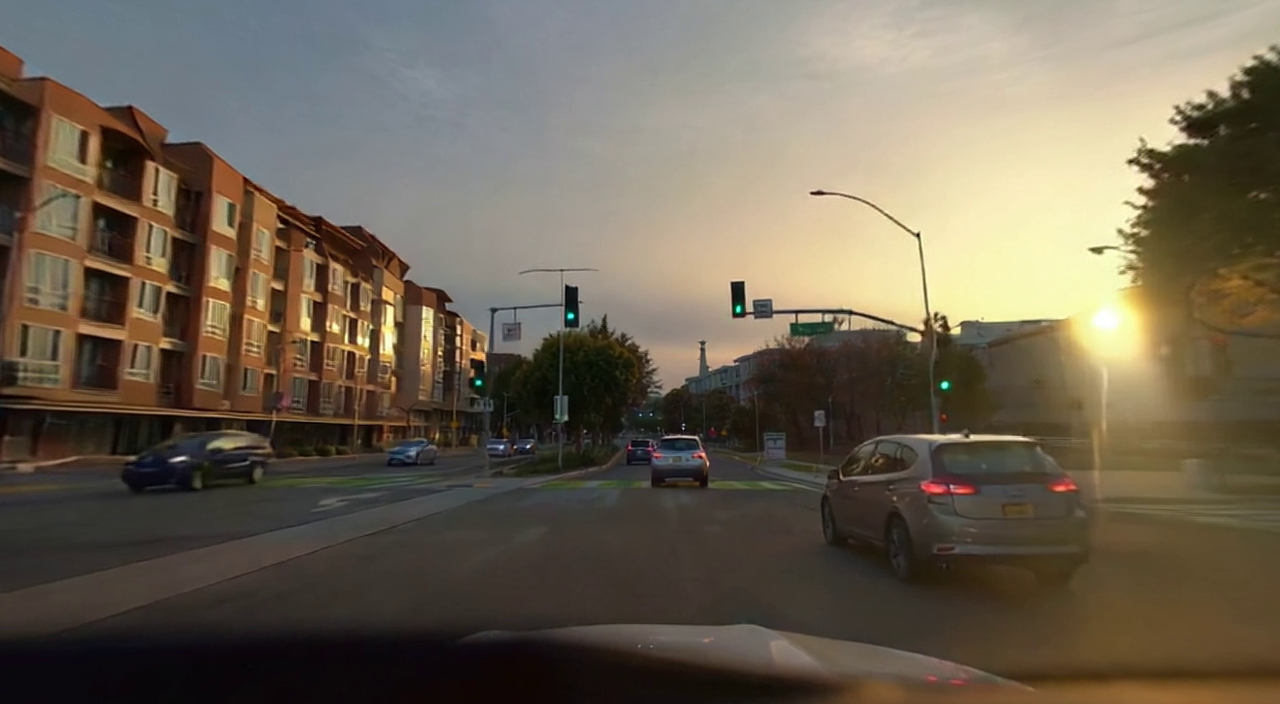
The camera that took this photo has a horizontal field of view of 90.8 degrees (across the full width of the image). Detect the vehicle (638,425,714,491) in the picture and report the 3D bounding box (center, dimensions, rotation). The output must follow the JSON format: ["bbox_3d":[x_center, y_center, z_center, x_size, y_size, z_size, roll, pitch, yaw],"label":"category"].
[{"bbox_3d":[1.272,3.481,21.177,2.206,1.858,5.332,0,-8,5],"label":"vehicle"}]

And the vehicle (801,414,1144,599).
[{"bbox_3d":[3.461,1.665,7.695,1.906,1.608,4.137,0,-8,0],"label":"vehicle"}]

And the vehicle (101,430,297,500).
[{"bbox_3d":[-12.523,3.217,18.538,1.964,1.712,5.236,0,-8,0],"label":"vehicle"}]

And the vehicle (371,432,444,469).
[{"bbox_3d":[-12.439,5.306,34.171,2.076,1.836,4.847,0,-8,0],"label":"vehicle"}]
